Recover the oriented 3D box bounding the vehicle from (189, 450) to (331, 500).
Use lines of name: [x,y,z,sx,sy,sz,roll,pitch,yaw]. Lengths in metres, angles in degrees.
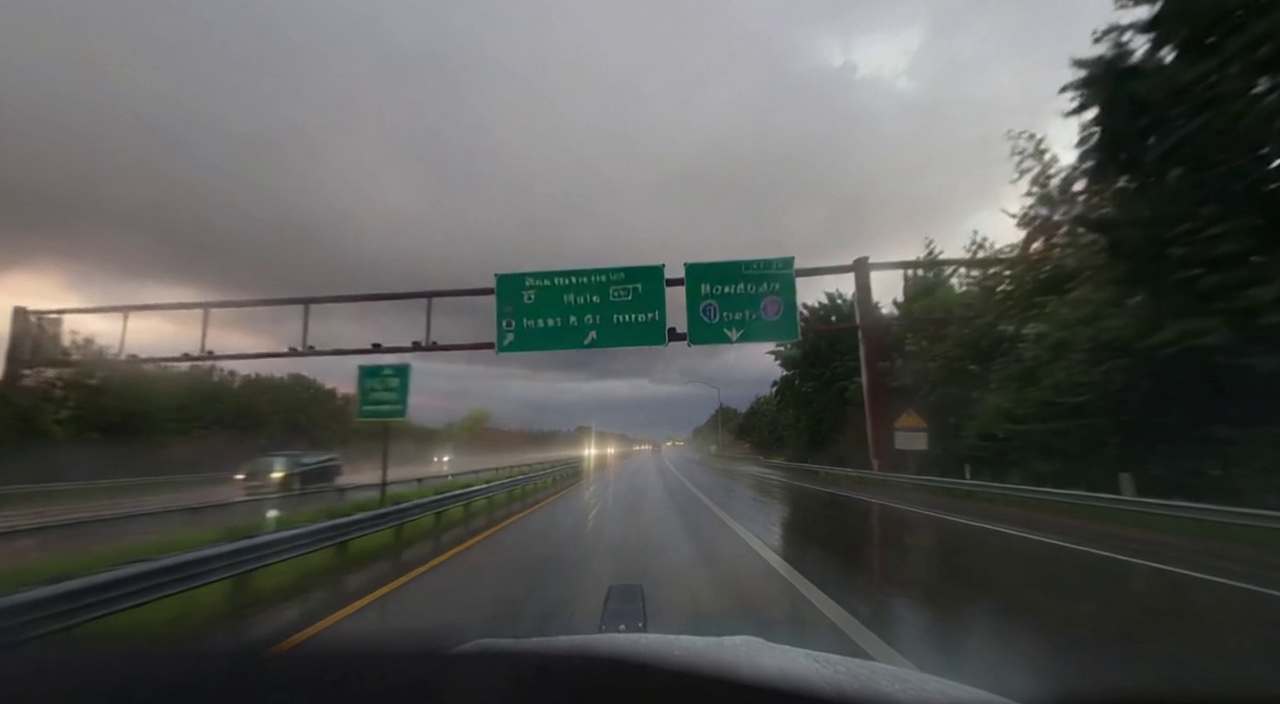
vehicle: [-12.729,4.112,21.544,1.917,1.490,4.582,0,-9,1]
